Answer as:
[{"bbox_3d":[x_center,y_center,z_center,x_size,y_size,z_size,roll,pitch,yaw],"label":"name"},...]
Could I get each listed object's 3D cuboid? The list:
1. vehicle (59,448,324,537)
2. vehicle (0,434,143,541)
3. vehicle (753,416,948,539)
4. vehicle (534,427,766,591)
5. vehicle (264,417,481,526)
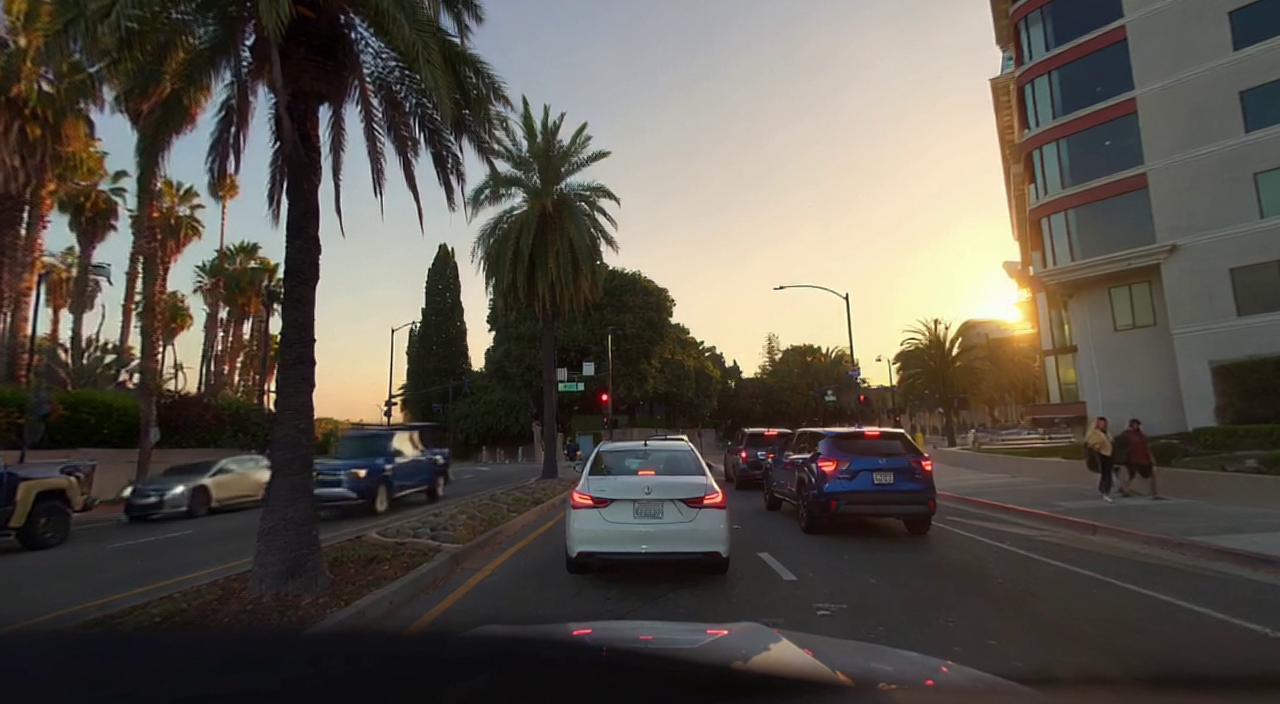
[{"bbox_3d":[-8.583,2.678,12.776,1.898,1.439,4.540,-1,-8,2],"label":"vehicle"},{"bbox_3d":[-13.055,2.720,12.294,2.240,1.964,5.707,-6,-8,0],"label":"vehicle"},{"bbox_3d":[3.396,2.112,11.239,2.003,1.733,4.319,0,-8,1],"label":"vehicle"},{"bbox_3d":[0.131,1.716,7.747,2.088,1.452,3.993,0,-8,1],"label":"vehicle"},{"bbox_3d":[-5.204,2.400,13.274,2.068,1.811,4.910,-2,-9,5],"label":"vehicle"}]
